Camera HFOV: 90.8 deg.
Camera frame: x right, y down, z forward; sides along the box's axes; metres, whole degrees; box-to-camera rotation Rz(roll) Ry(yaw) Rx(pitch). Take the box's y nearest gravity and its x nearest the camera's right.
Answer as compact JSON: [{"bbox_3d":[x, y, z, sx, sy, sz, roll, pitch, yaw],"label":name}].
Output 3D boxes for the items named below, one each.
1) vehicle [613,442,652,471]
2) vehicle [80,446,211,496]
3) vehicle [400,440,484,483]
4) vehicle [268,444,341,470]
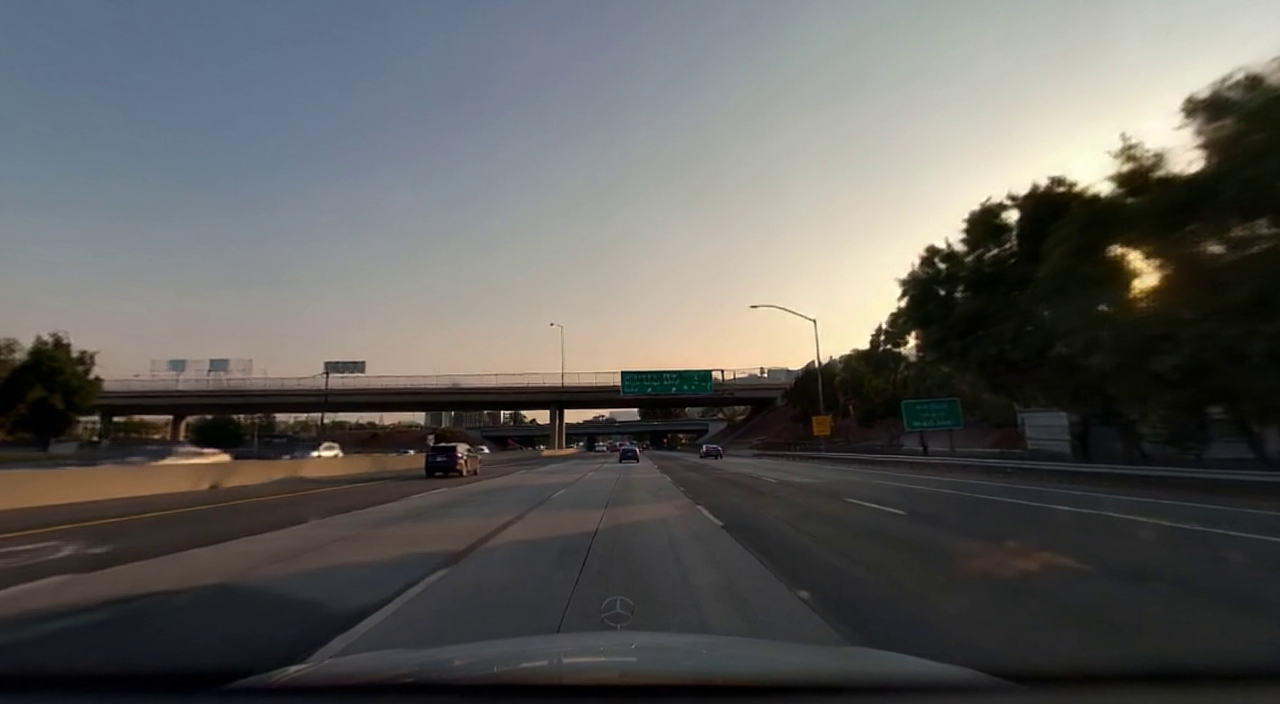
[{"bbox_3d":[-0.483,5.731,34.775,2.012,1.471,4.059,0,-8,-2],"label":"vehicle"},{"bbox_3d":[-20.425,4.885,26.384,2.021,1.788,4.335,1,-8,-2],"label":"vehicle"},{"bbox_3d":[-7.726,4.291,25.087,1.957,1.554,4.350,0,-8,-1],"label":"vehicle"},{"bbox_3d":[-24.113,7.543,45.713,2.331,1.753,5.521,0,-8,0],"label":"vehicle"}]
